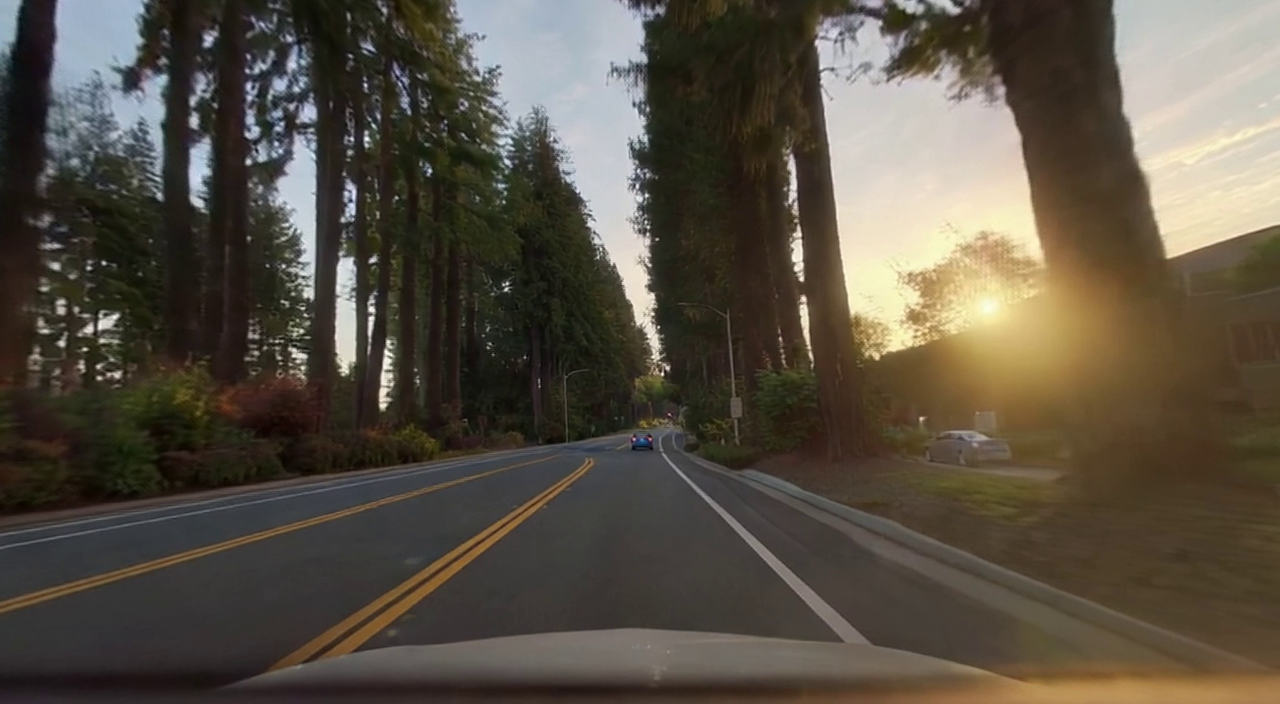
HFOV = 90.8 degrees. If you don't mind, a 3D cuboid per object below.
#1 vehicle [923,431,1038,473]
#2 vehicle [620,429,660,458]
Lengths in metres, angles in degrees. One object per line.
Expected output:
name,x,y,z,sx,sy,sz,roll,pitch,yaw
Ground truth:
vehicle,13.226,3.919,24.911,1.766,1.463,4.445,2,-8,-5
vehicle,-0.014,4.994,34.397,2.067,1.486,3.861,0,-8,0
